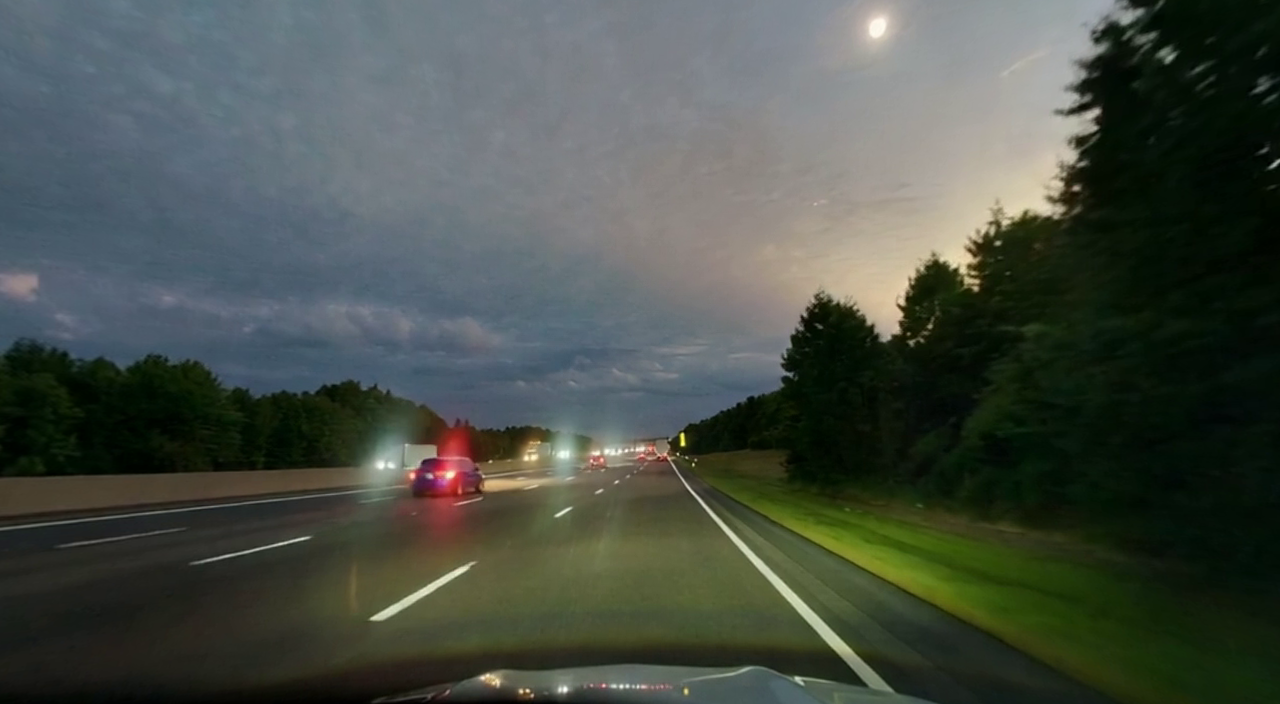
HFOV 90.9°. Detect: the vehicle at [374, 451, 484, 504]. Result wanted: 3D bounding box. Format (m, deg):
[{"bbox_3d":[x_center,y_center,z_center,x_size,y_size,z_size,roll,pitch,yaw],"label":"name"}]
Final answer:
[{"bbox_3d":[-6.954,4.154,21.322,1.996,1.579,4.439,0,-9,2],"label":"vehicle"}]
